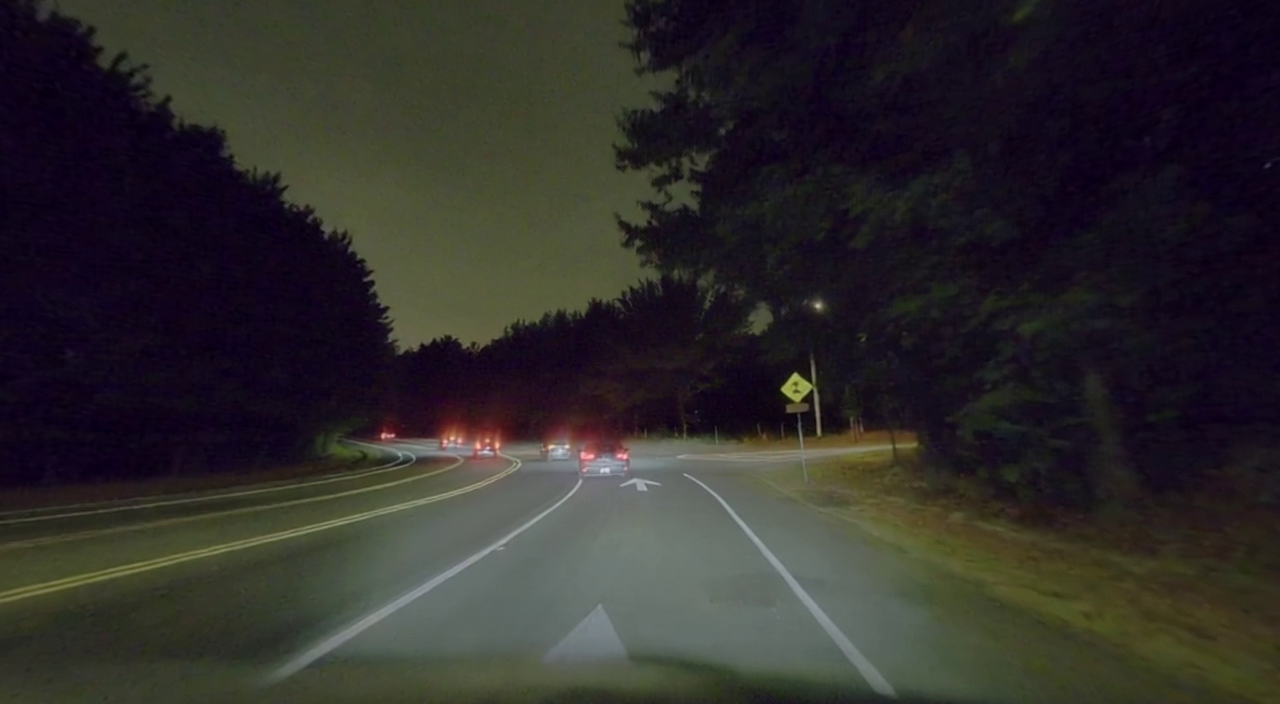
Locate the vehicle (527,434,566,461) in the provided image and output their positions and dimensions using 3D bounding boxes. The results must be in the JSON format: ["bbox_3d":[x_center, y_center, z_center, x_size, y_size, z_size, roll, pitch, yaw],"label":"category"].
[{"bbox_3d":[-5.609,5.655,37.333,2.080,1.530,3.719,1,-8,-11],"label":"vehicle"}]

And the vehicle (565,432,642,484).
[{"bbox_3d":[-1.306,3.454,20.782,2.296,1.510,4.068,1,-8,-6],"label":"vehicle"}]
